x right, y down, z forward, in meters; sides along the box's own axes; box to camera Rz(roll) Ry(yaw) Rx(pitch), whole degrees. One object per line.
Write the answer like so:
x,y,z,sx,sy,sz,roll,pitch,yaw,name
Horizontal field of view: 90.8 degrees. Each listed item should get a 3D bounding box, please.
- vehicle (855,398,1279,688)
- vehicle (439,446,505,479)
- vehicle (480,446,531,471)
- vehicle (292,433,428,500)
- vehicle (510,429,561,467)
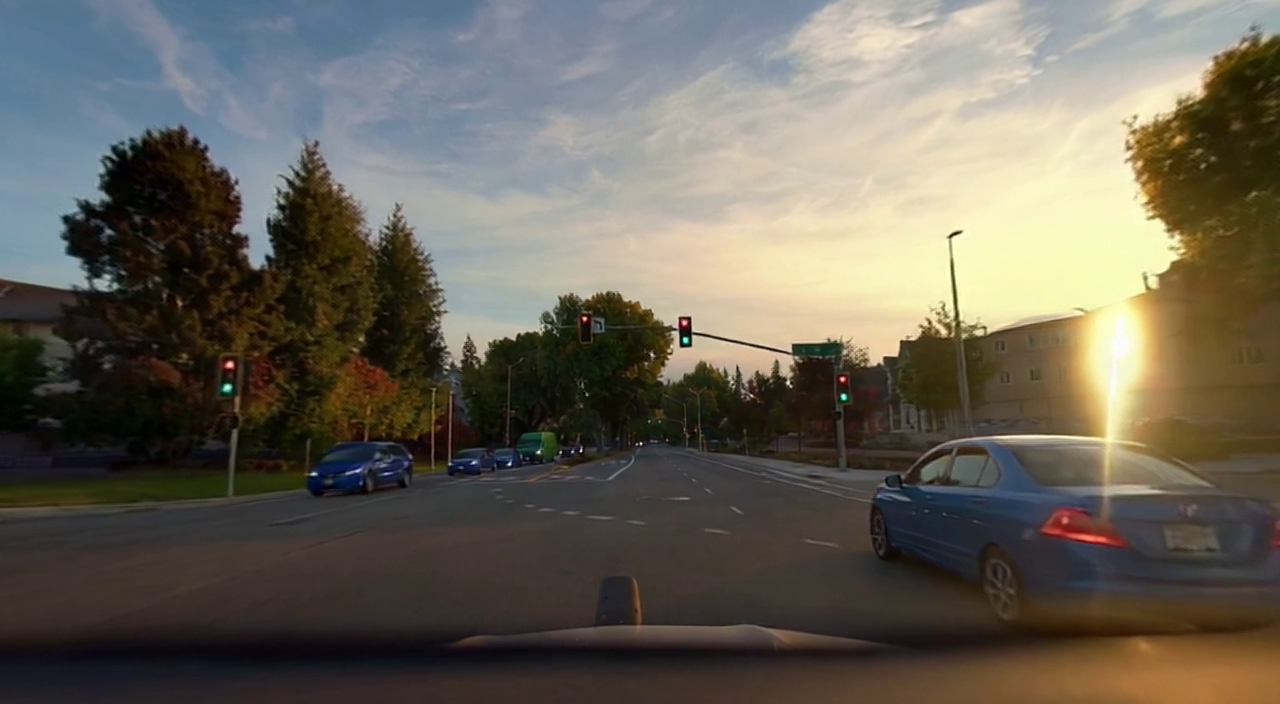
3.886,1.374,5.908,2.129,1.581,4.780,0,-8,1,vehicle
-8.185,5.405,31.302,1.906,1.468,4.686,0,-8,1,vehicle
-8.489,6.763,40.310,2.190,1.455,4.516,0,-8,1,vehicle
-8.714,3.570,20.245,2.130,1.874,4.691,0,-8,1,vehicle
-8.054,7.440,49.504,2.617,2.736,6.621,-1,-8,2,vehicle
